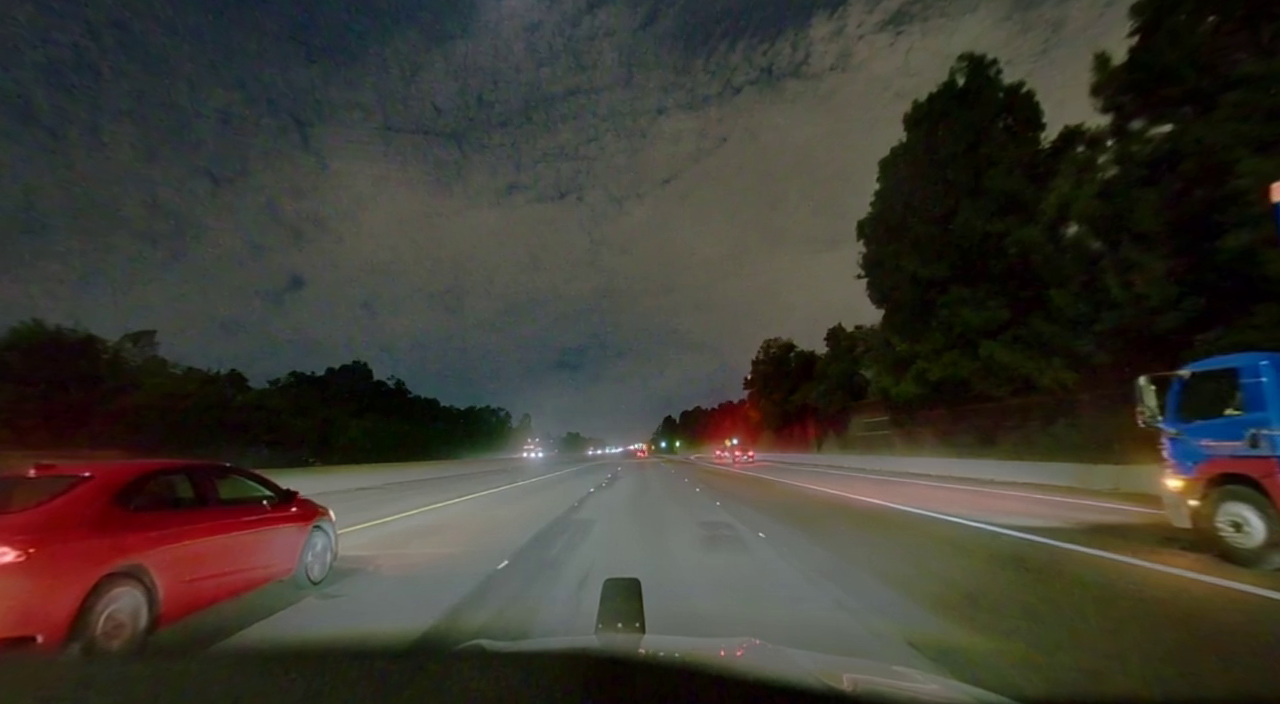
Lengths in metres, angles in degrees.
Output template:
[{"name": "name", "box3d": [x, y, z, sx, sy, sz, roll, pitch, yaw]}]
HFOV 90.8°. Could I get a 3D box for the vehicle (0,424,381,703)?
[{"name": "vehicle", "box3d": [-3.809, 1.332, 4.598, 1.873, 1.438, 4.546, -1, -9, 1]}]
